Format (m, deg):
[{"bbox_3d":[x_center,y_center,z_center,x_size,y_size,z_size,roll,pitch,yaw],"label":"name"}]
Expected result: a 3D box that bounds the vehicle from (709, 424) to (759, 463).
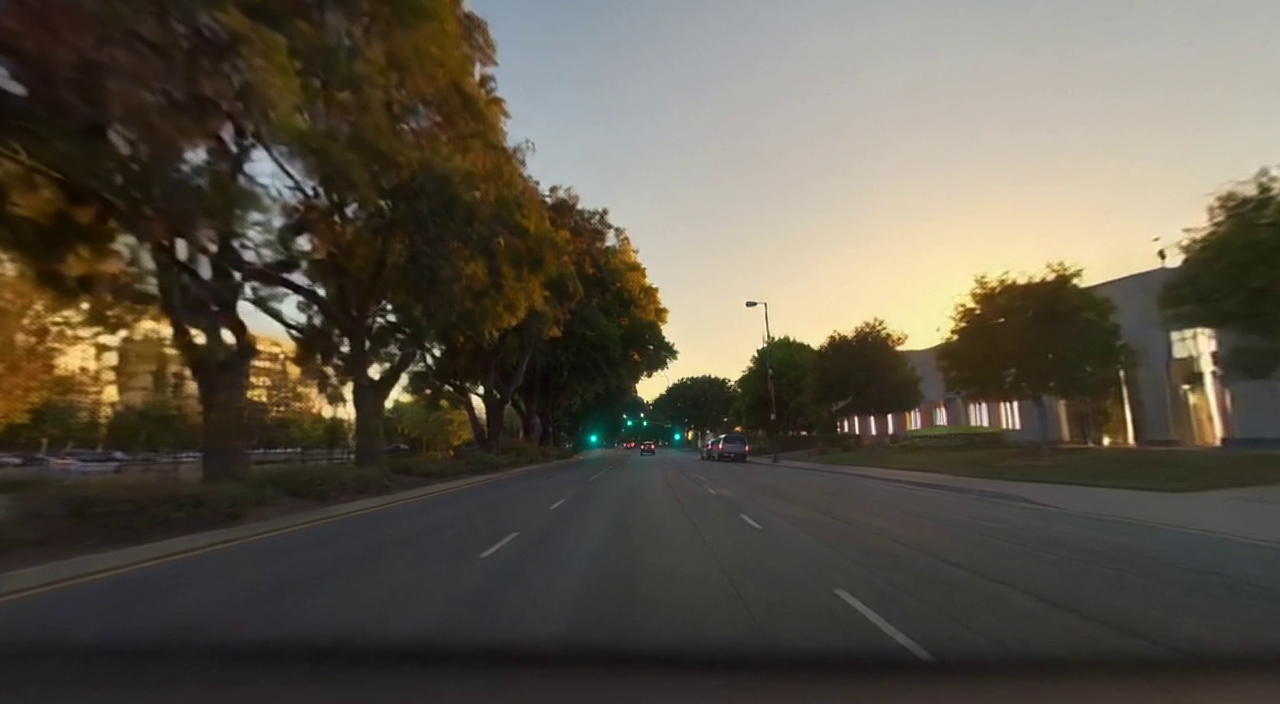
[{"bbox_3d":[6.731,6.624,45.781,2.762,2.607,6.182,0,-8,1],"label":"vehicle"}]
